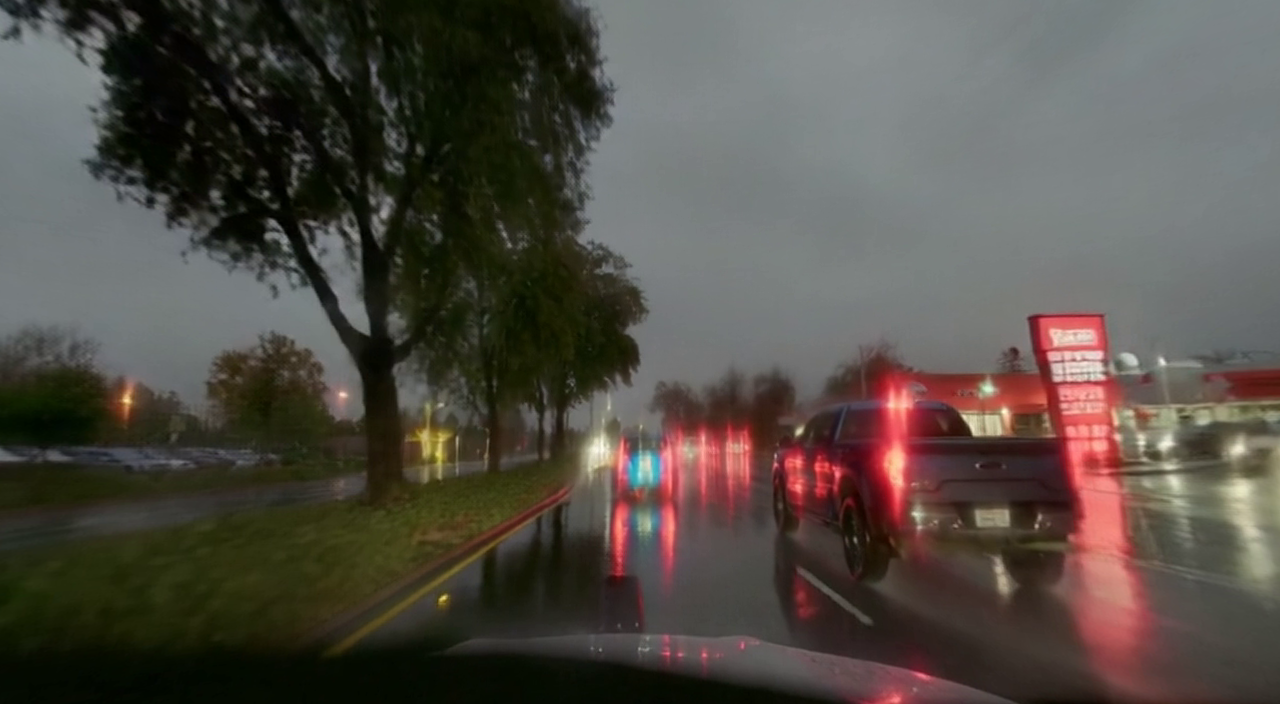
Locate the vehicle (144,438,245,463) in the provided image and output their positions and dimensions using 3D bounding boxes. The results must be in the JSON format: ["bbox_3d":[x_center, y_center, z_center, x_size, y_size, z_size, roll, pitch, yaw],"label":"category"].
[{"bbox_3d":[-32.520,7.201,46.089,5.603,1.772,2.150,1,-9,-2],"label":"vehicle"}]

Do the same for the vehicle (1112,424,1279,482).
[{"bbox_3d":[18.224,3.294,20.744,1.974,1.678,4.213,1,-8,-1],"label":"vehicle"}]

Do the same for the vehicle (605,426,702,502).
[{"bbox_3d":[0.298,2.768,15.887,2.145,1.650,4.021,0,-8,0],"label":"vehicle"}]

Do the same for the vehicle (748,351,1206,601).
[{"bbox_3d":[3.367,1.486,8.412,2.731,2.101,6.047,0,-8,0],"label":"vehicle"}]

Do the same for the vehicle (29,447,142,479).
[{"bbox_3d":[-28.065,5.620,31.964,3.894,1.527,1.872,-1,-10,-1],"label":"vehicle"}]
